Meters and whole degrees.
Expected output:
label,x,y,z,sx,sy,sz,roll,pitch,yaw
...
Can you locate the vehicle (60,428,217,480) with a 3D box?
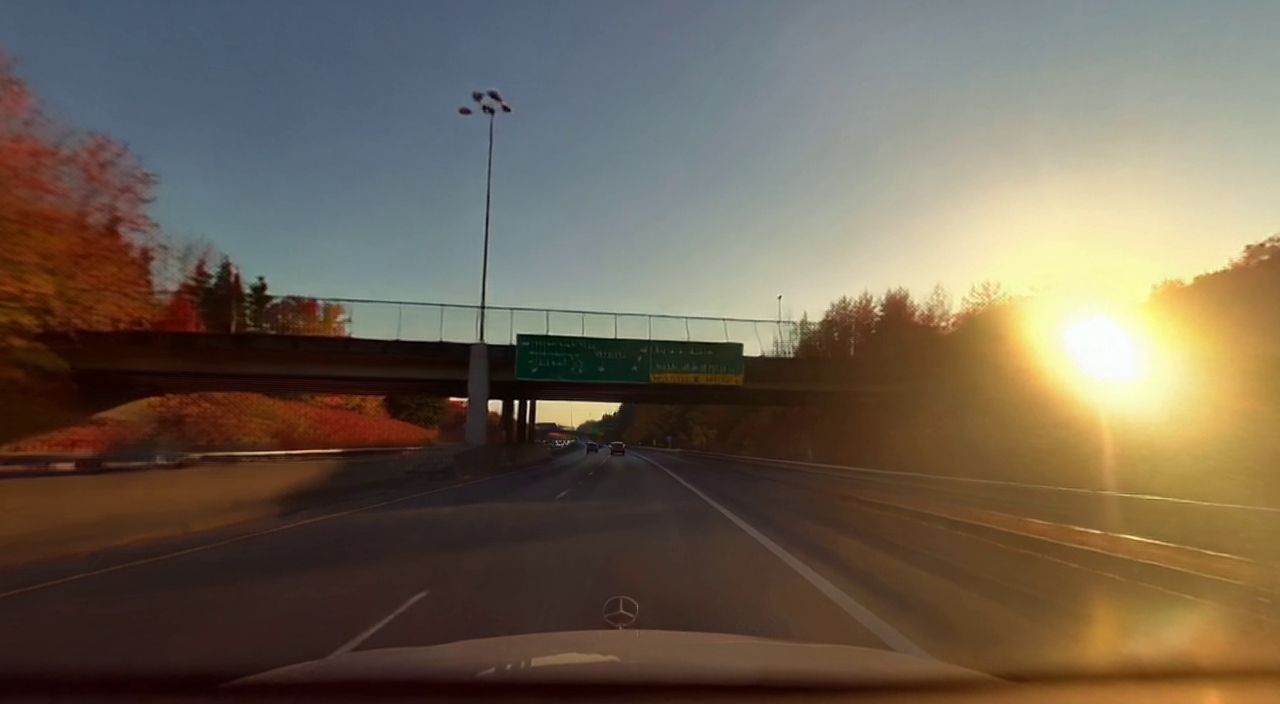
label,x,y,z,sx,sy,sz,roll,pitch,yaw
vehicle,-17.348,3.563,22.038,1.907,1.624,4.350,0,-9,0
